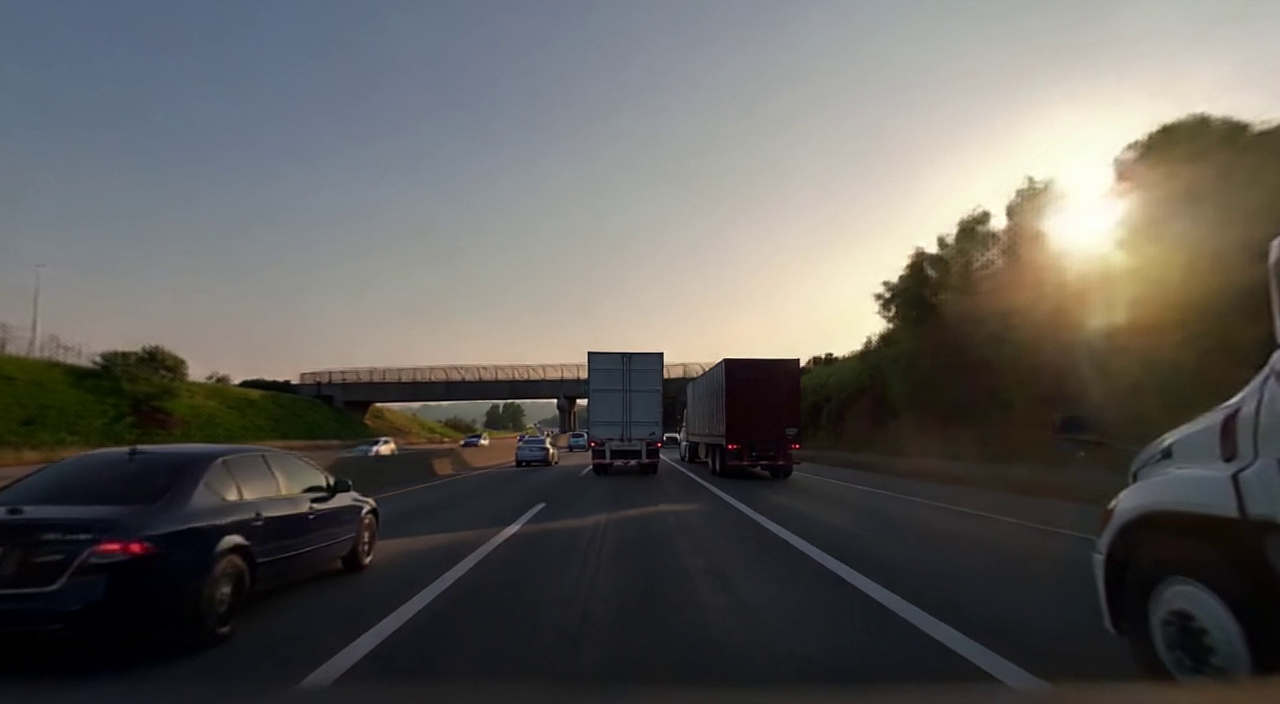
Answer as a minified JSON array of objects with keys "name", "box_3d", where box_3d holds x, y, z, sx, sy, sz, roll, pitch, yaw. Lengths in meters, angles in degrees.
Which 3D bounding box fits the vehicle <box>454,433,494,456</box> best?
[{"name":"vehicle","box_3d":[-12.546,6.992,47.950,1.955,1.641,4.157,0,-8,-1]}]

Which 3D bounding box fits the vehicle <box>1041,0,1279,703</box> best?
[{"name":"vehicle","box_3d":[3.938,-0.520,0.518,3.074,3.896,5.910,0,-8,-1]}]

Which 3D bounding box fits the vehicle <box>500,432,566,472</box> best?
[{"name":"vehicle","box_3d":[-4.267,4.053,25.778,2.049,1.483,3.786,0,-8,0]}]

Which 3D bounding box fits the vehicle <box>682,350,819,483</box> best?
[{"name":"vehicle","box_3d":[3.621,2.654,24.281,2.817,3.886,11.491,0,-8,-2]}]

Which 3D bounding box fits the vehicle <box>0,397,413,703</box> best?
[{"name":"vehicle","box_3d":[-3.469,1.196,4.582,1.894,1.460,4.662,0,-8,0]}]

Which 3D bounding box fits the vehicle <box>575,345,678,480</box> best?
[{"name":"vehicle","box_3d":[-0.539,2.522,24.292,3.090,4.065,10.702,0,-8,-1]}]
